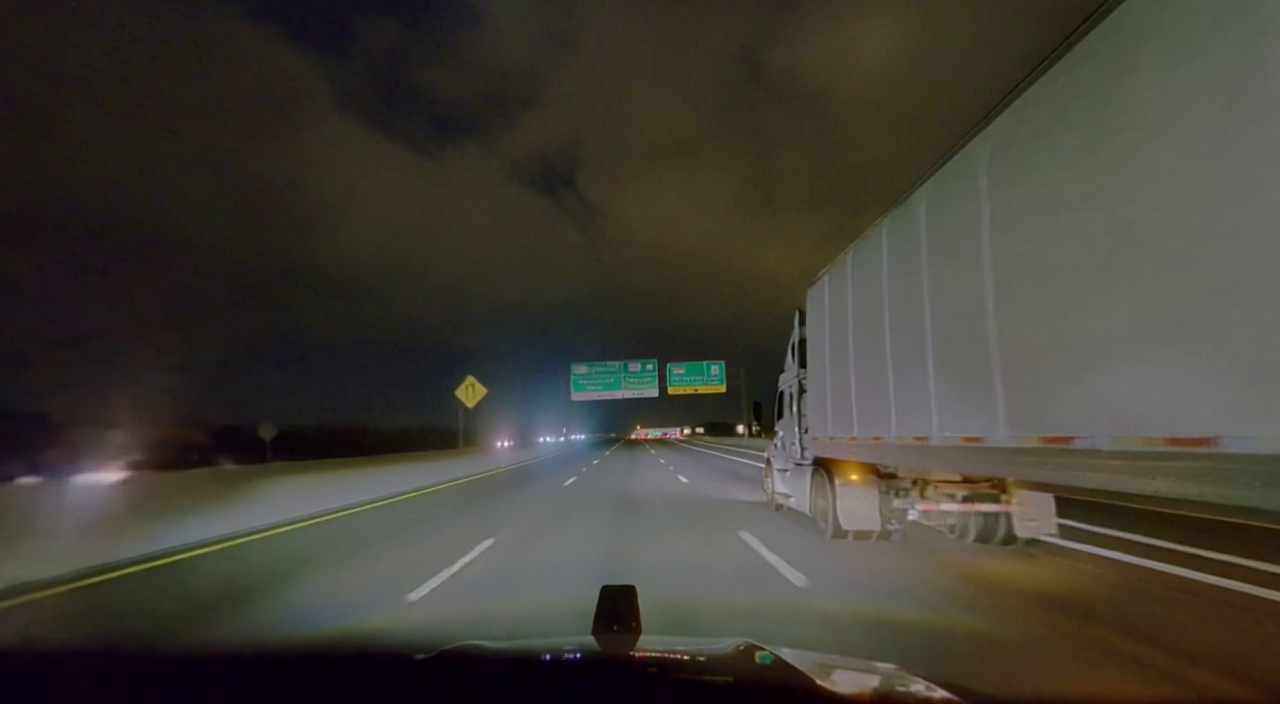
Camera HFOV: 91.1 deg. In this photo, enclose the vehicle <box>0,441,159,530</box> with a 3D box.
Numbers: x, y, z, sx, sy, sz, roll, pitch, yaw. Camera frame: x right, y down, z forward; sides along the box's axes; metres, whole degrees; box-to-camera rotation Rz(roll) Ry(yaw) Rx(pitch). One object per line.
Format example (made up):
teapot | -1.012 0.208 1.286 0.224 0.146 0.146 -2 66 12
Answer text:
vehicle | -11.954 2.515 12.299 1.884 1.503 4.042 0 -8 -1
